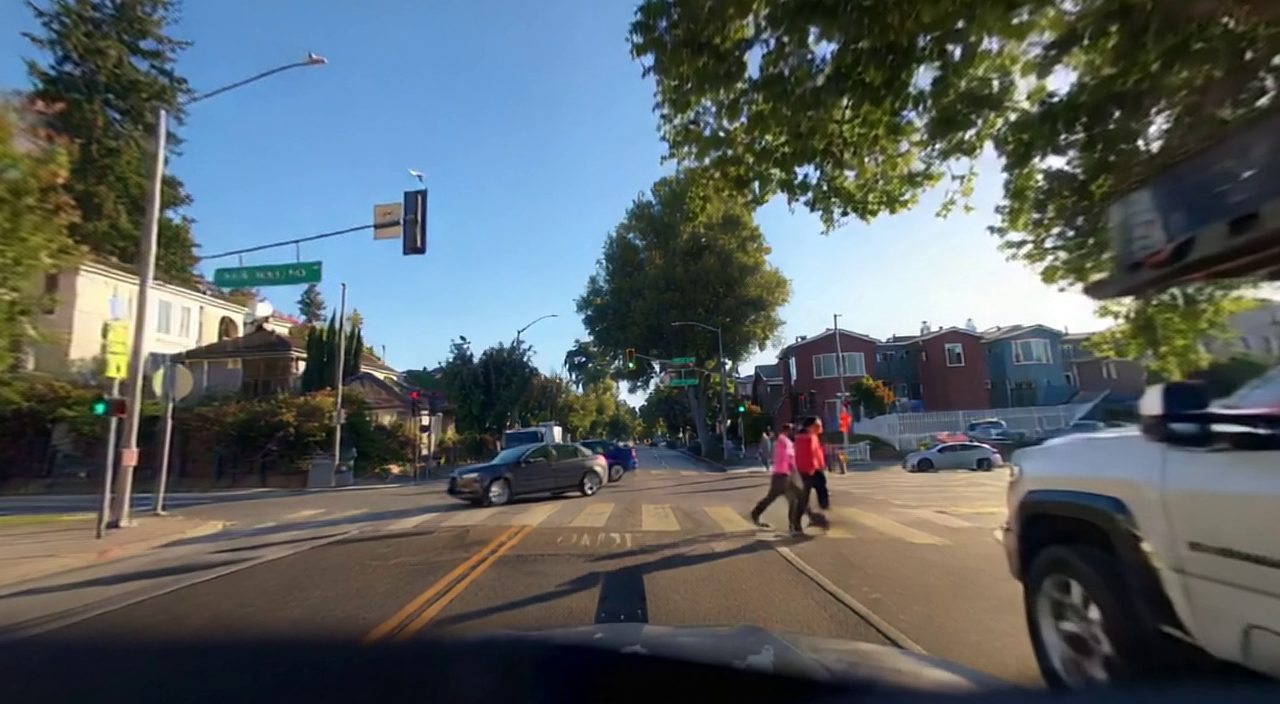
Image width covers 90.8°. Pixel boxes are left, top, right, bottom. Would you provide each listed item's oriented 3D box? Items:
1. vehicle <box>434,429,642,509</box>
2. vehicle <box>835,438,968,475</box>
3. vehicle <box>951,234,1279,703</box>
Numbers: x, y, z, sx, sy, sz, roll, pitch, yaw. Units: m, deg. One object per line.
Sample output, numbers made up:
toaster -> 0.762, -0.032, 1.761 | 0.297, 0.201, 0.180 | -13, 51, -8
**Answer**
vehicle -> -2.293, 2.748, 15.415 | 1.979, 1.630, 4.771 | -8, -11, 43
vehicle -> 11.403, 4.525, 27.630 | 5.158, 1.470, 2.012 | -4, -9, 26
vehicle -> 3.043, 0.532, 1.032 | 2.177, 2.015, 5.463 | 0, -8, -1
